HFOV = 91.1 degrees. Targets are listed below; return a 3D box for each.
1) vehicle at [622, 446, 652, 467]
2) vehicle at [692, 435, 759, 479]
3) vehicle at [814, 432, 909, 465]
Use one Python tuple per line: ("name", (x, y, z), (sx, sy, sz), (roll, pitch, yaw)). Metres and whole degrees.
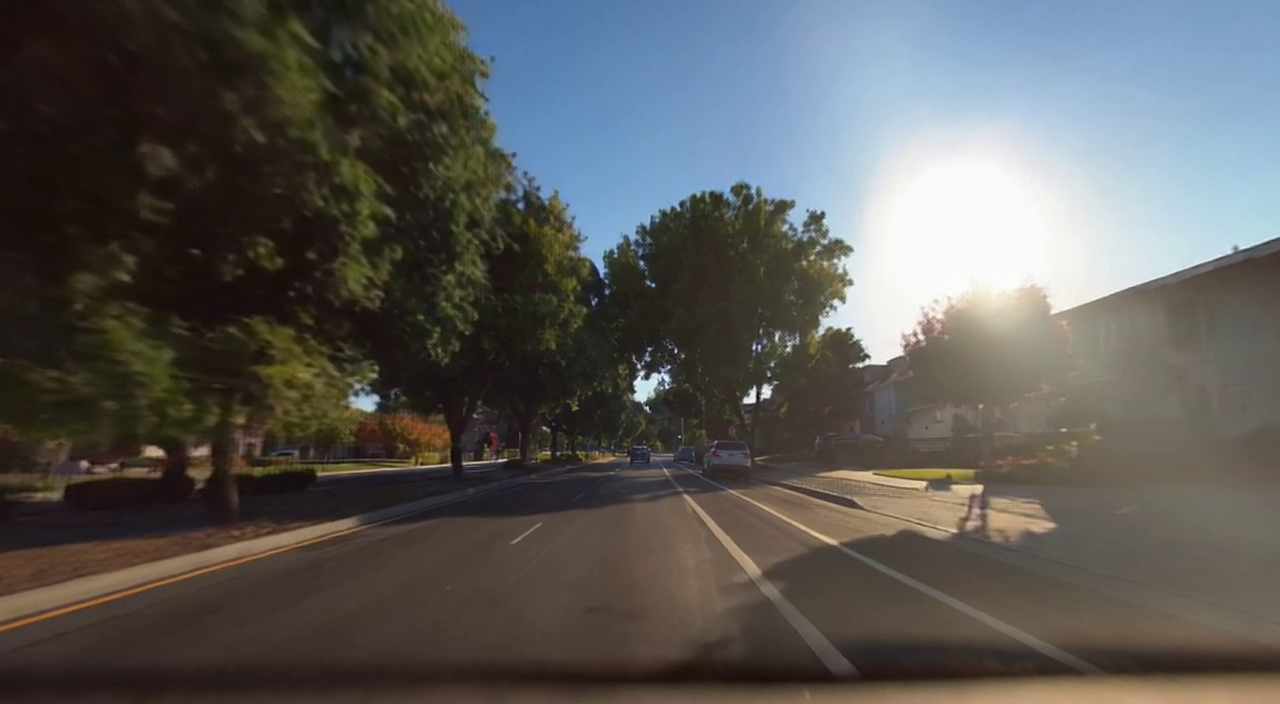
("vehicle", (-0.185, 7.574, 45.554), (2.054, 1.456, 4.003), (0, -9, 0))
("vehicle", (3.855, 4.864, 29.301), (2.203, 1.828, 5.336), (0, -9, -2))
("vehicle", (12.778, 5.573, 36.438), (4.694, 1.622, 2.067), (-2, -7, 1))
